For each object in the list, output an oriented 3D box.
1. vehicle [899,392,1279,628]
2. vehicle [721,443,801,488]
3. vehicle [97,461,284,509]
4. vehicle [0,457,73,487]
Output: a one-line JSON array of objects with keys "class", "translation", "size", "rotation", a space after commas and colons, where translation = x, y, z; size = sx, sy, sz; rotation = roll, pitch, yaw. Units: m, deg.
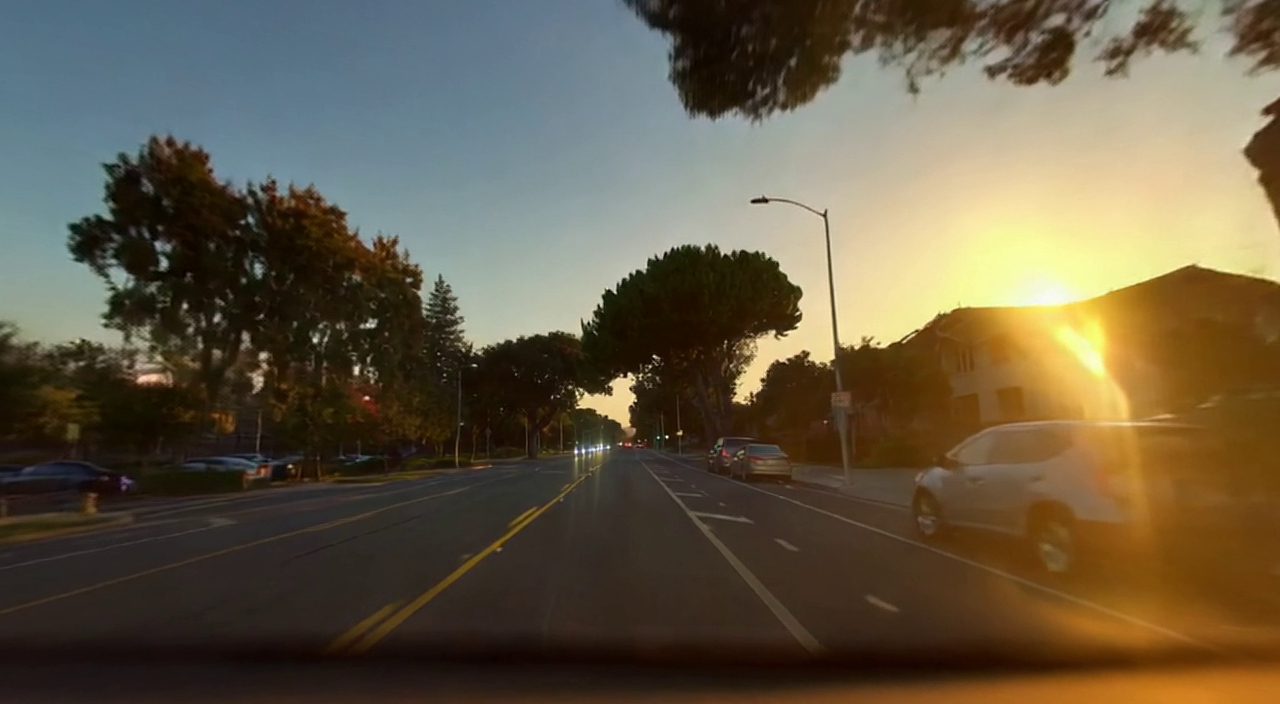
[{"class": "vehicle", "translation": [4.767, 1.479, 6.870], "size": [2.028, 1.731, 4.241], "rotation": [0, -8, -1]}, {"class": "vehicle", "translation": [4.269, 4.052, 22.966], "size": [1.935, 1.433, 4.241], "rotation": [0, -8, -2]}, {"class": "vehicle", "translation": [-15.555, 4.616, 22.119], "size": [4.826, 1.491, 2.086], "rotation": [1, -8, -4]}, {"class": "vehicle", "translation": [-37.427, 7.196, 38.074], "size": [4.414, 1.651, 1.912], "rotation": [5, -10, -31]}]
